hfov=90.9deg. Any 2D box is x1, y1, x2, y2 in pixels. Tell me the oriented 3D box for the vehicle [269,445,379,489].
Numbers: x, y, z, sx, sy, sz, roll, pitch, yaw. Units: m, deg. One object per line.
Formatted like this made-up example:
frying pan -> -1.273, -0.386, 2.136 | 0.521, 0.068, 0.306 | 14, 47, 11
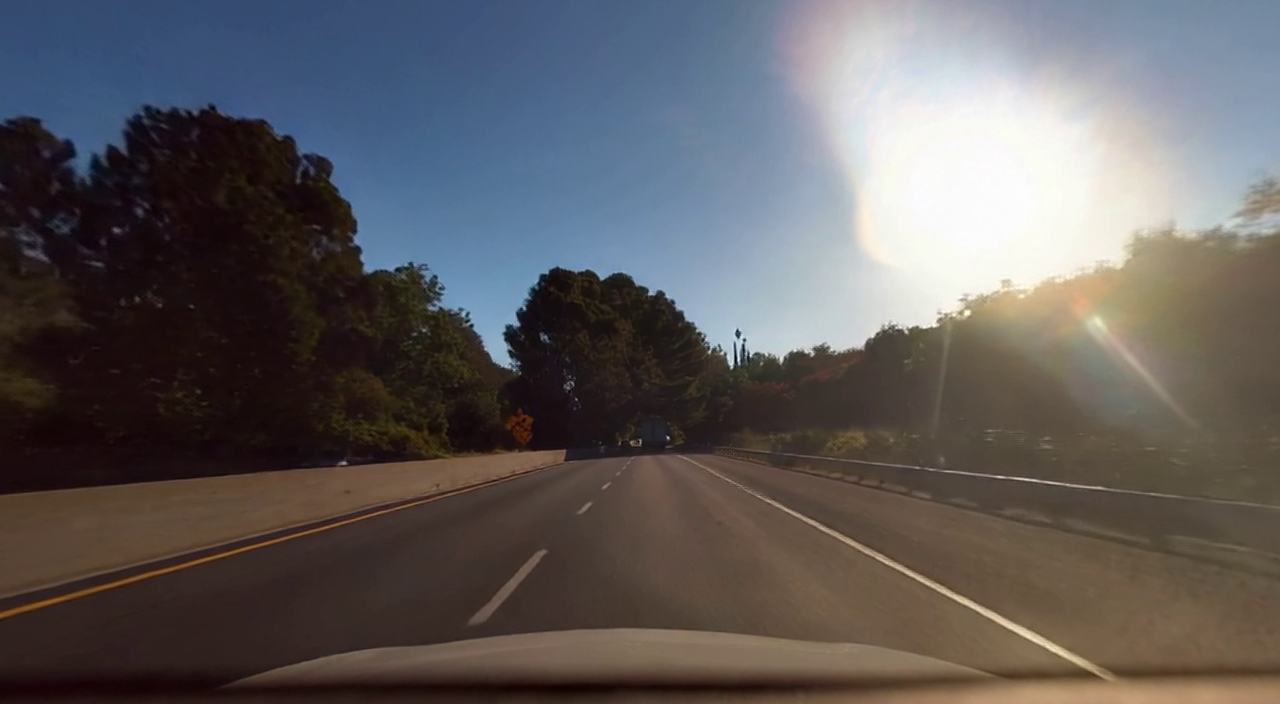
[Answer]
vehicle -> -12.504, 4.542, 25.346 | 1.968, 1.550, 4.665 | 0, -8, 1
